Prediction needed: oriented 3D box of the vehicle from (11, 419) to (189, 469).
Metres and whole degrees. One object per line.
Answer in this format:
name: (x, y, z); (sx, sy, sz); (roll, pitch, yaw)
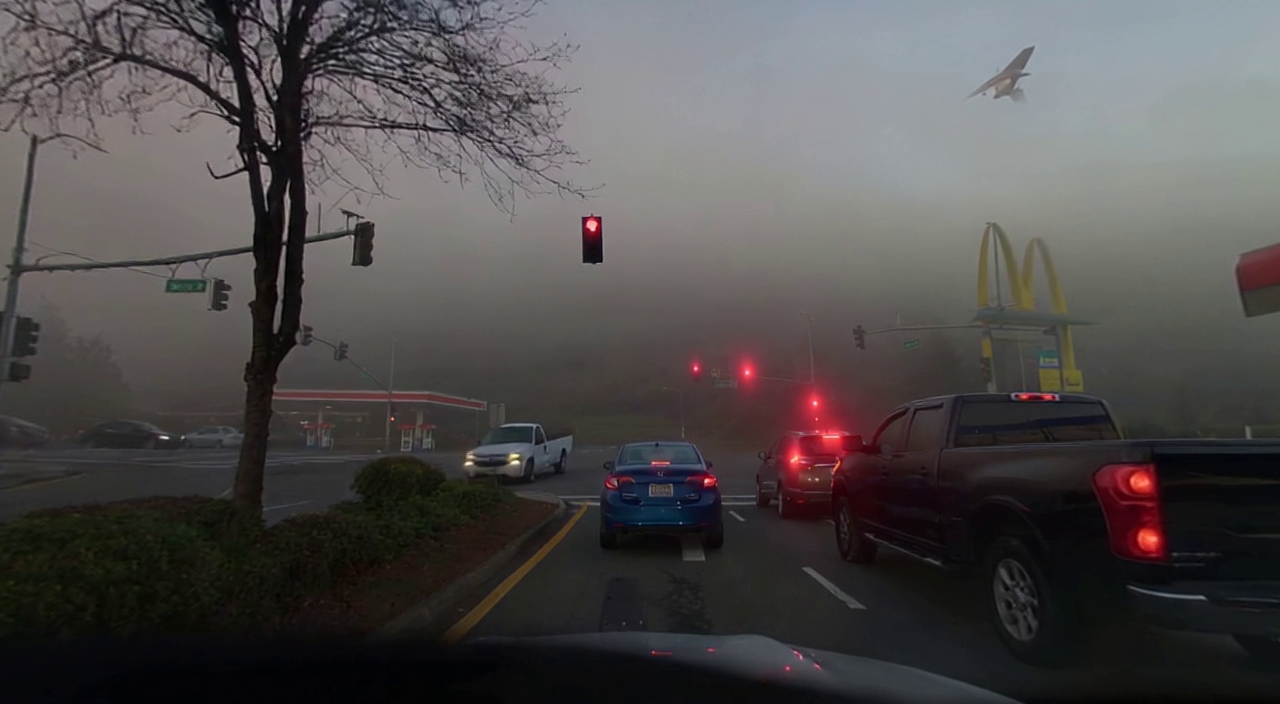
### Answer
vehicle: (-19.652, 3.364, 23.102); (4.742, 1.720, 2.107); (-1, -8, 5)

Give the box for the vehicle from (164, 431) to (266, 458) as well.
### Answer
vehicle: (-23.095, 5.026, 34.381); (4.326, 1.420, 1.798); (-1, -8, 4)

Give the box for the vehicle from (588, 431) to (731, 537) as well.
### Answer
vehicle: (0.273, 2.176, 10.971); (2.027, 1.494, 3.824); (0, -8, 0)

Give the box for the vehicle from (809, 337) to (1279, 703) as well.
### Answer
vehicle: (3.577, 1.300, 5.968); (2.277, 1.871, 6.143); (0, -8, 0)

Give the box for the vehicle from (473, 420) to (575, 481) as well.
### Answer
vehicle: (-4.329, 3.837, 24.828); (2.615, 2.031, 5.638); (1, -8, 3)
